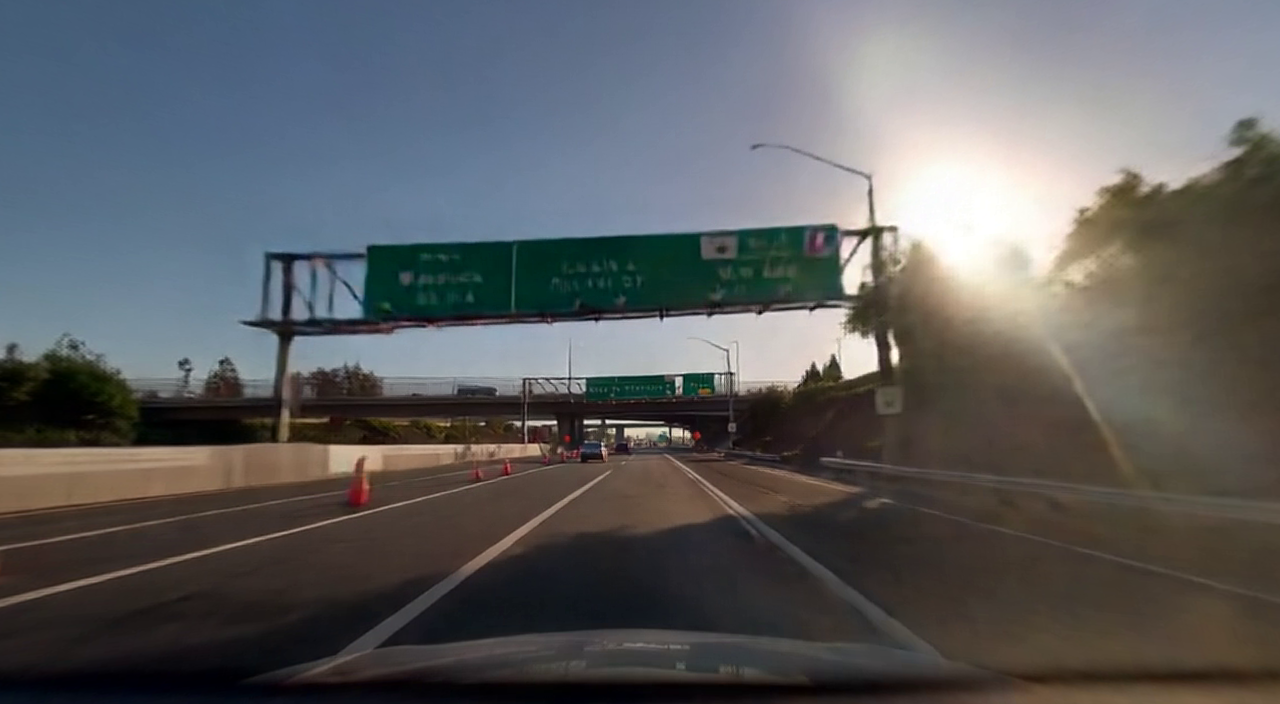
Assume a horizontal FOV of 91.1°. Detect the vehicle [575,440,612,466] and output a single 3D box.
[{"bbox_3d":[-2.963,6.561,40.957,2.078,1.629,4.059,0,-8,1],"label":"vehicle"}]
